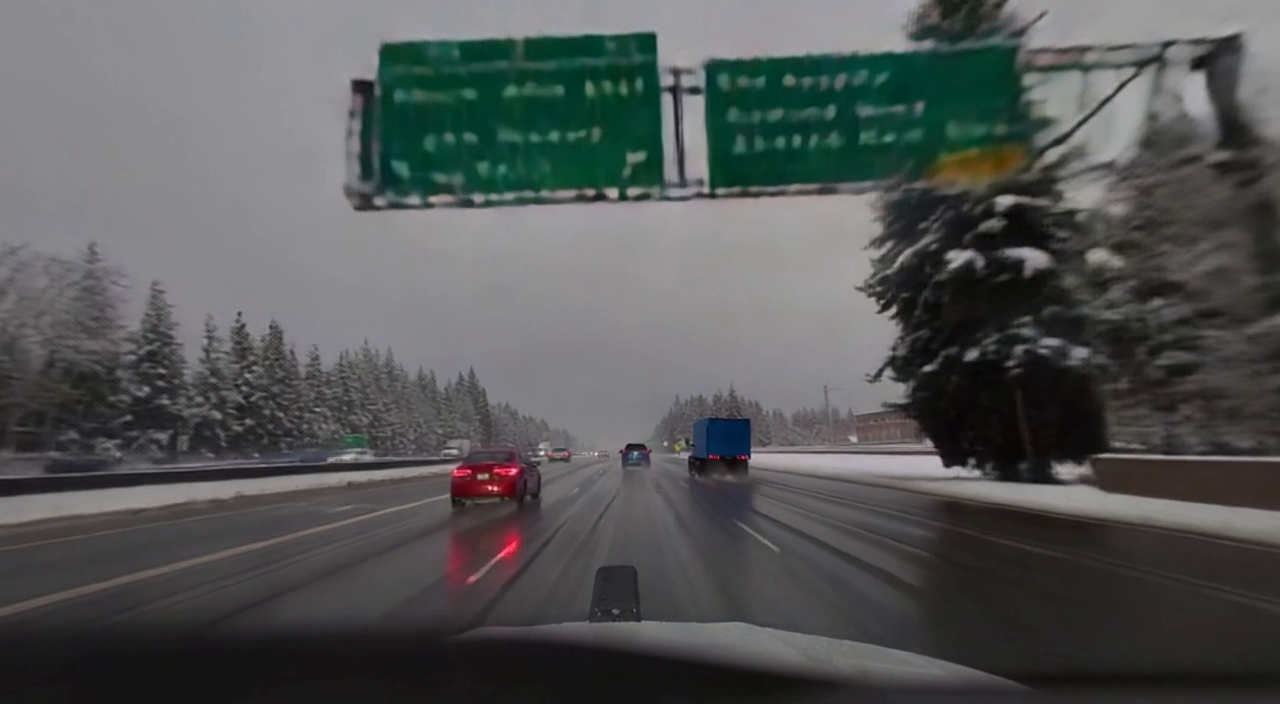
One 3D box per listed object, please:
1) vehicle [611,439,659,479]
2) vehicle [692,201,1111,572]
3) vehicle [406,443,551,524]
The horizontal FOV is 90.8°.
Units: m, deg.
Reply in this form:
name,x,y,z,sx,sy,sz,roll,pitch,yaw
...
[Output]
name,x,y,z,sx,sy,sz,roll,pitch,yaw
vehicle,-0.249,5.232,31.202,2.203,1.805,4.358,0,-9,0
vehicle,3.410,1.451,14.428,2.876,4.086,15.117,0,-9,-1
vehicle,-3.167,2.686,13.458,1.864,1.406,4.544,0,-9,0
